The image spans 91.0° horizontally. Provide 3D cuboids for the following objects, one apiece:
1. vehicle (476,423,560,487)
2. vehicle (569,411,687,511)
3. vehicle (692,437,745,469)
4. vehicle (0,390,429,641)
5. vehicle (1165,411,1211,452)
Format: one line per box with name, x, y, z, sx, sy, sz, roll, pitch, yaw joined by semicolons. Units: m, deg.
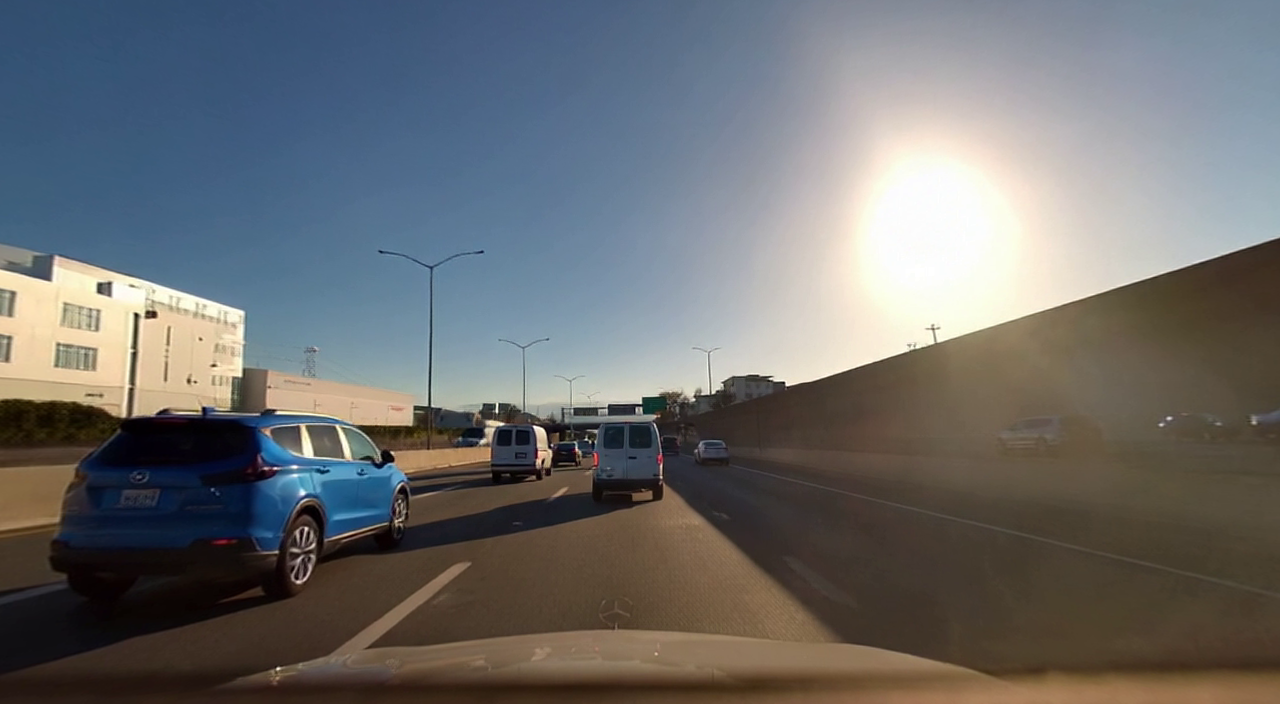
vehicle;-4.019;3.456;21.455;2.038;1.936;4.300;0;-8;-1
vehicle;-0.292;2.454;14.605;2.304;1.925;4.282;0;-8;-1
vehicle;3.836;4.996;31.344;1.999;1.494;3.833;0;-8;-2
vehicle;-3.912;1.432;6.575;1.972;1.703;4.333;0;-8;-1
vehicle;30.841;4.506;35.467;1.480;2.238;1.864;-6;-10;32
